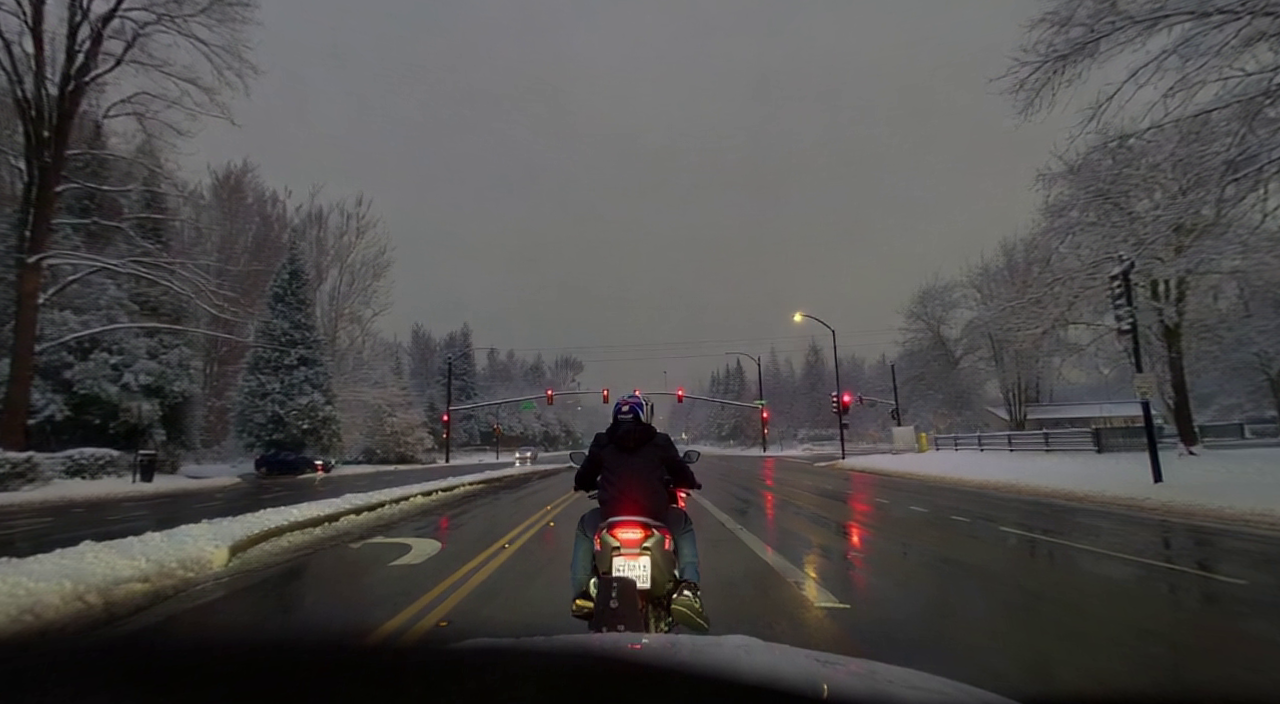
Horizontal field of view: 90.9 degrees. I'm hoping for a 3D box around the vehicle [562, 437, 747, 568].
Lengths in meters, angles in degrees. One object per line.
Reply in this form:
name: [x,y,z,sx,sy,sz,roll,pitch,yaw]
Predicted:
vehicle: [0.122,2.028,9.435,2.093,1.450,4.437,0,-8,-1]
